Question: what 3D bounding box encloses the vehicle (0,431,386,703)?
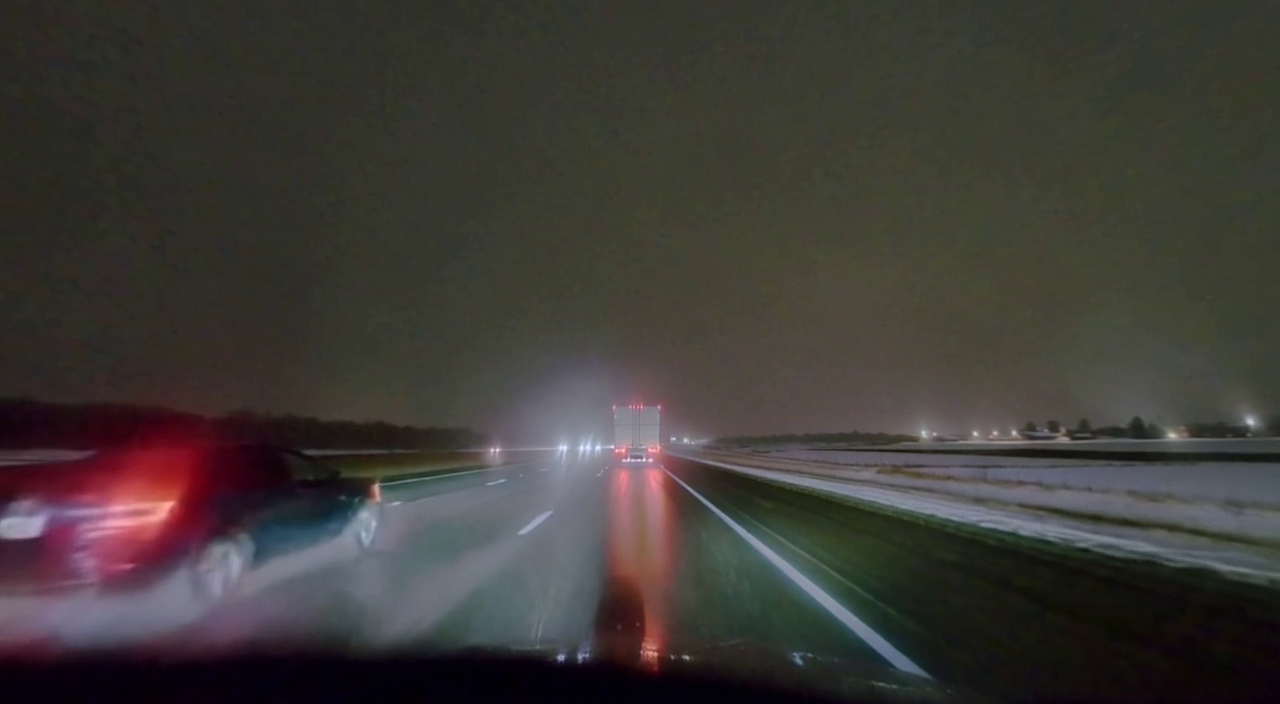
[{"bbox_3d":[-4.242,1.500,5.493,1.892,1.471,5.047,-1,-9,1],"label":"vehicle"}]
